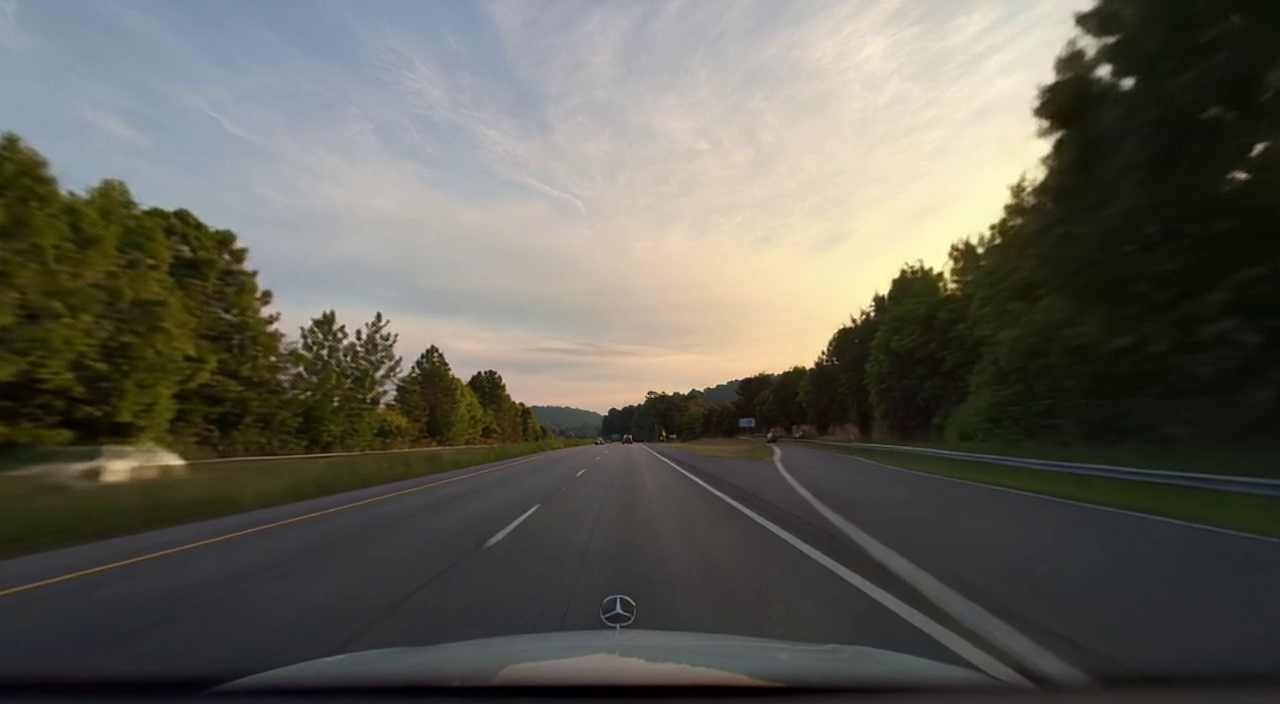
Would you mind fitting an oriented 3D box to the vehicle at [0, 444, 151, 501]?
[{"bbox_3d":[-17.372,3.545,19.058,1.821,1.478,4.213,0,-8,-1],"label":"vehicle"}]
